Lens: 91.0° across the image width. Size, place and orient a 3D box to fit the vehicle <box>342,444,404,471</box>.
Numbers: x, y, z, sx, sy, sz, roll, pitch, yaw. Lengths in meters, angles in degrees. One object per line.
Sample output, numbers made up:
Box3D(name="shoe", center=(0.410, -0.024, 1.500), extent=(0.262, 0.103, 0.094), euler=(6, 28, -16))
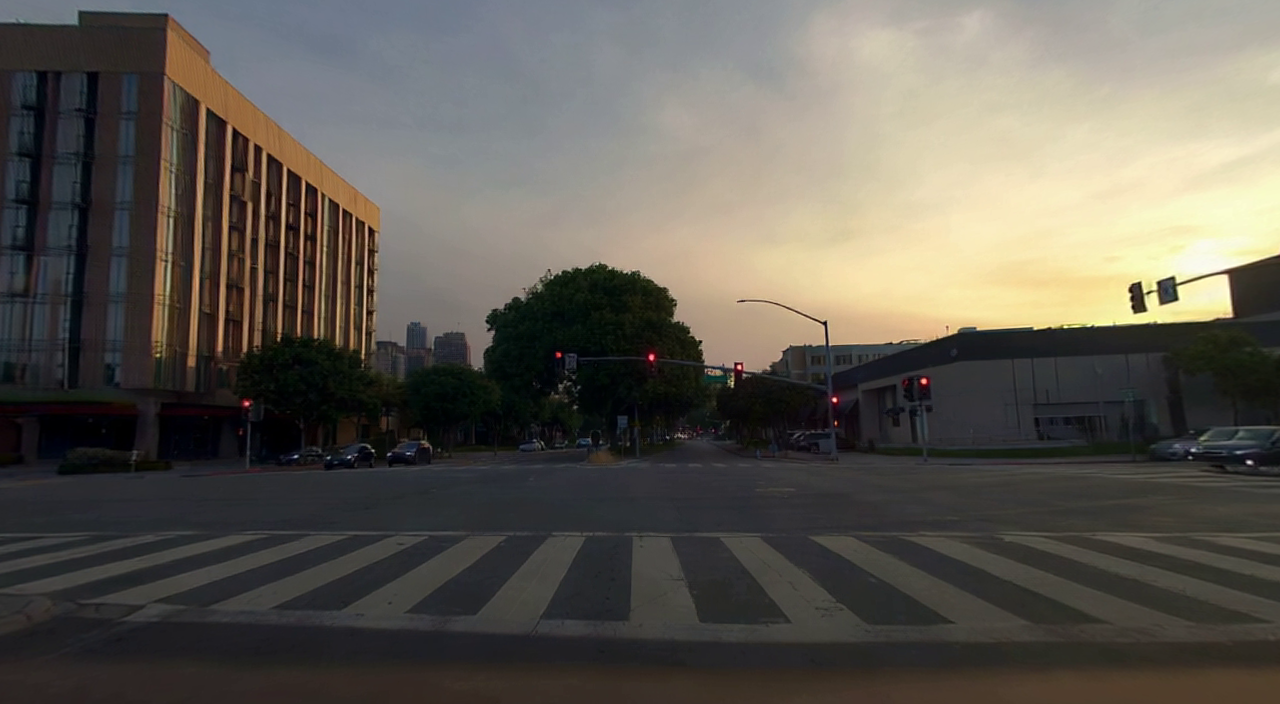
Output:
Box3D(name="vehicle", center=(-18.565, 7.341, 44.000), extent=(2.237, 1.801, 4.541), euler=(0, -9, 1))

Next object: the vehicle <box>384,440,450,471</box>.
Box3D(name="vehicle", center=(-15.152, 7.038, 43.165), extent=(2.340, 1.946, 5.450), euler=(0, -9, 2))

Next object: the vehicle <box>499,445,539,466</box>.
Box3D(name="vehicle", center=(-8.118, 7.004, 42.616), extent=(1.910, 1.321, 3.692), euler=(0, -9, 1))

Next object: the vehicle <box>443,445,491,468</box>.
Box3D(name="vehicle", center=(-11.653, 7.058, 42.715), extent=(1.911, 1.476, 4.297), euler=(-1, -9, 2))

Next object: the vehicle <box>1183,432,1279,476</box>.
Box3D(name="vehicle", center=(22.309, 3.579, 22.251), extent=(4.474, 1.477, 1.908), euler=(0, -9, -3))

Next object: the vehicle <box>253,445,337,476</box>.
Box3D(name="vehicle", center=(-22.198, 6.956, 40.756), extent=(2.032, 1.839, 4.884), euler=(-2, -9, 11))

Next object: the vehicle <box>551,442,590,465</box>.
Box3D(name="vehicle", center=(-4.543, 6.707, 41.684), extent=(1.954, 1.431, 4.050), euler=(-1, -9, 2))
